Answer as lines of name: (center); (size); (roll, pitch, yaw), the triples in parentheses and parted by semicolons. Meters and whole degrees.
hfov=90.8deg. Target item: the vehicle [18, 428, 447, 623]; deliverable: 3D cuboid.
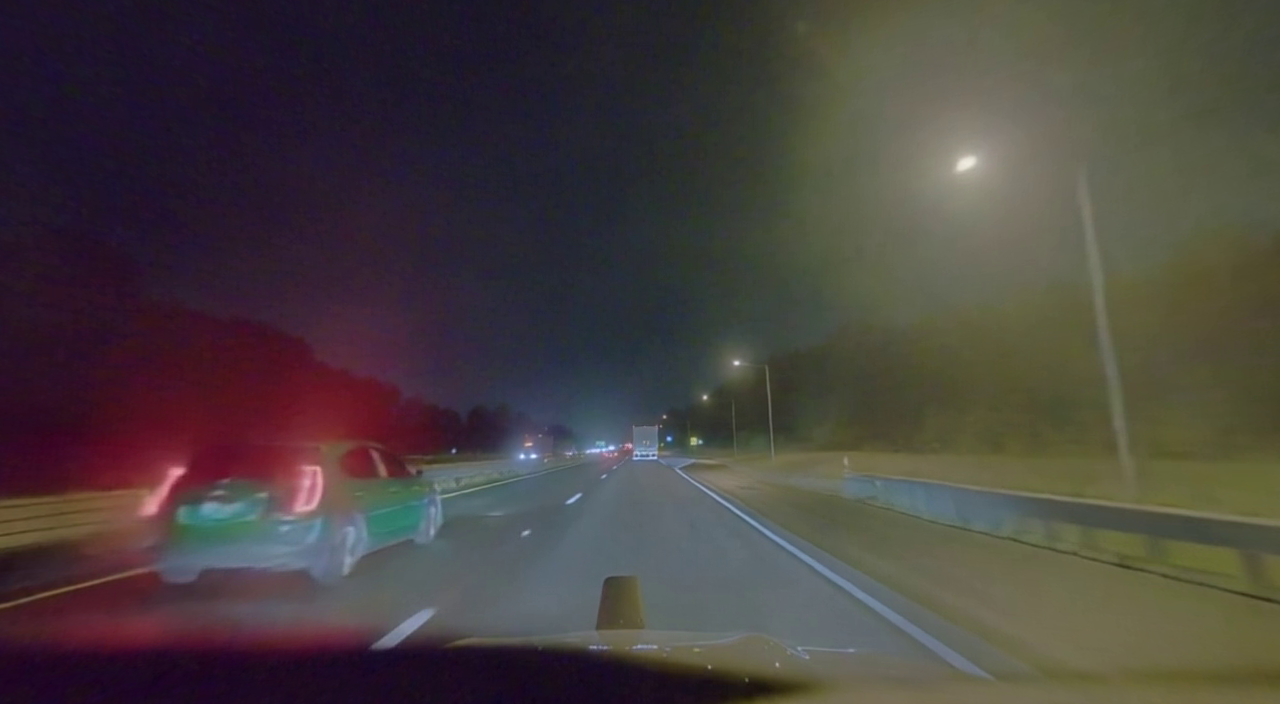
vehicle: (-3.744, 1.651, 6.919); (1.886, 1.465, 4.119); (0, -9, 1)
